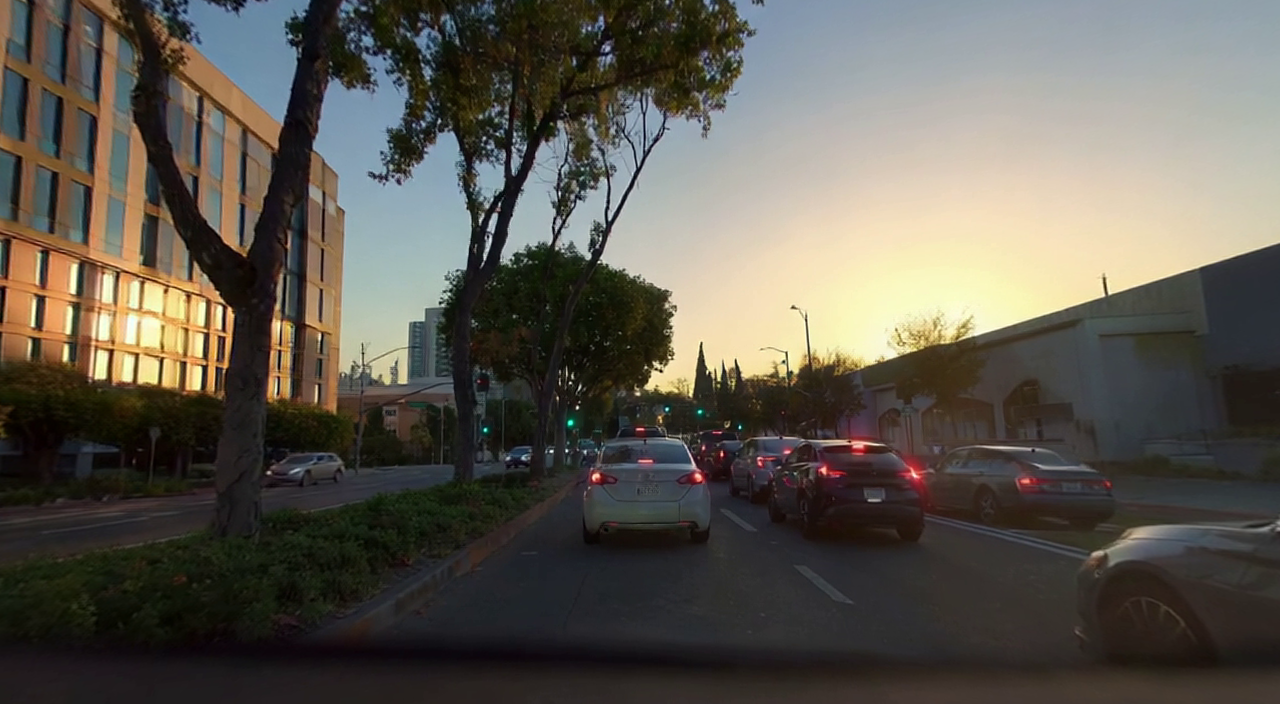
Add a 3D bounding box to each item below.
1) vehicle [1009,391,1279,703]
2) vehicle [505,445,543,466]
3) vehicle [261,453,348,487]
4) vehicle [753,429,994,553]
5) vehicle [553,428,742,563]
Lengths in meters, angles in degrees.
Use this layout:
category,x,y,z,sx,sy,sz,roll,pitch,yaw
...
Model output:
category,x,y,z,sx,sy,sz,roll,pitch,yaw
vehicle,3.215,0.771,1.421,1.982,1.491,4.664,0,-8,1
vehicle,-9.094,8.141,49.930,2.000,1.519,4.964,0,-8,1
vehicle,-16.238,5.726,30.879,1.848,1.447,4.501,0,-8,-1
vehicle,3.246,2.021,9.968,1.995,1.483,4.533,0,-8,-1
vehicle,0.051,1.910,9.172,2.105,1.474,4.127,0,-8,-1
